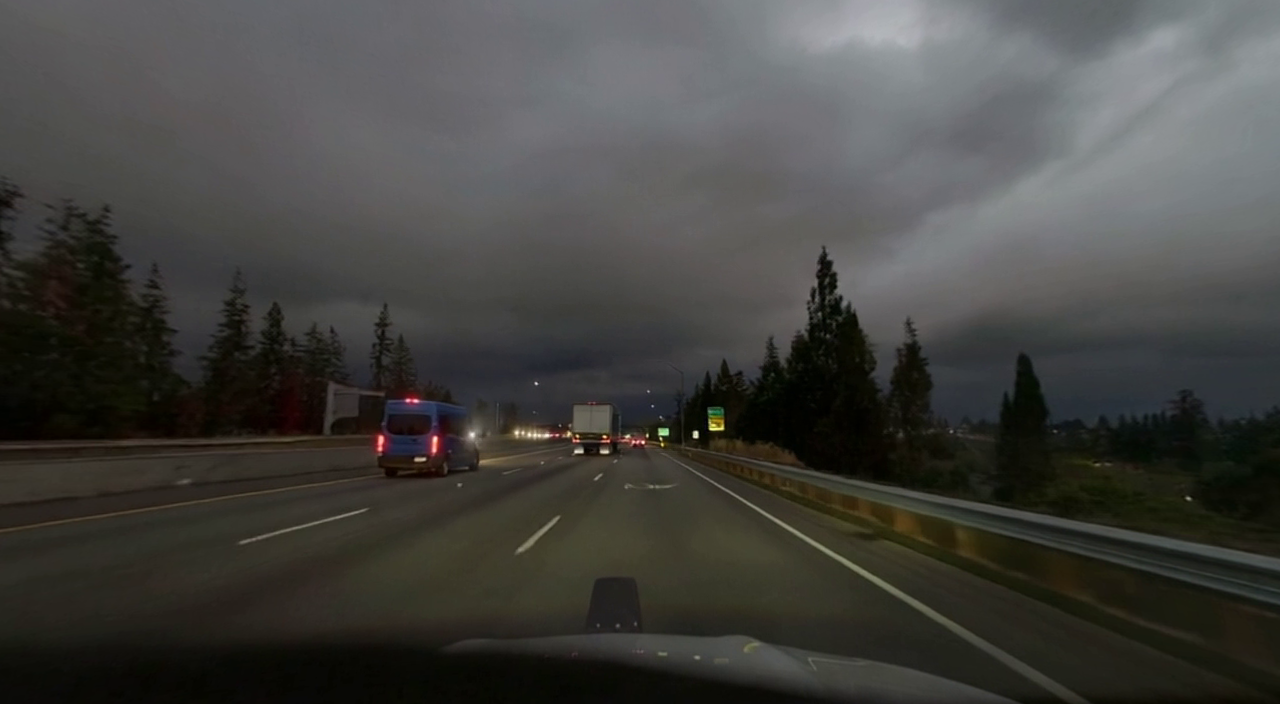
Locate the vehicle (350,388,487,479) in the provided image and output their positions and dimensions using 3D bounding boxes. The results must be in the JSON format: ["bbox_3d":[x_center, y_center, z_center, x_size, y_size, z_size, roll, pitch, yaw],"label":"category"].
[{"bbox_3d":[-7.656,2.952,22.871,2.396,2.763,6.935,0,-8,0],"label":"vehicle"}]

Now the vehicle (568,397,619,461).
[{"bbox_3d":[-3.190,5.636,45.897,3.173,4.185,8.360,0,-8,-1],"label":"vehicle"}]
